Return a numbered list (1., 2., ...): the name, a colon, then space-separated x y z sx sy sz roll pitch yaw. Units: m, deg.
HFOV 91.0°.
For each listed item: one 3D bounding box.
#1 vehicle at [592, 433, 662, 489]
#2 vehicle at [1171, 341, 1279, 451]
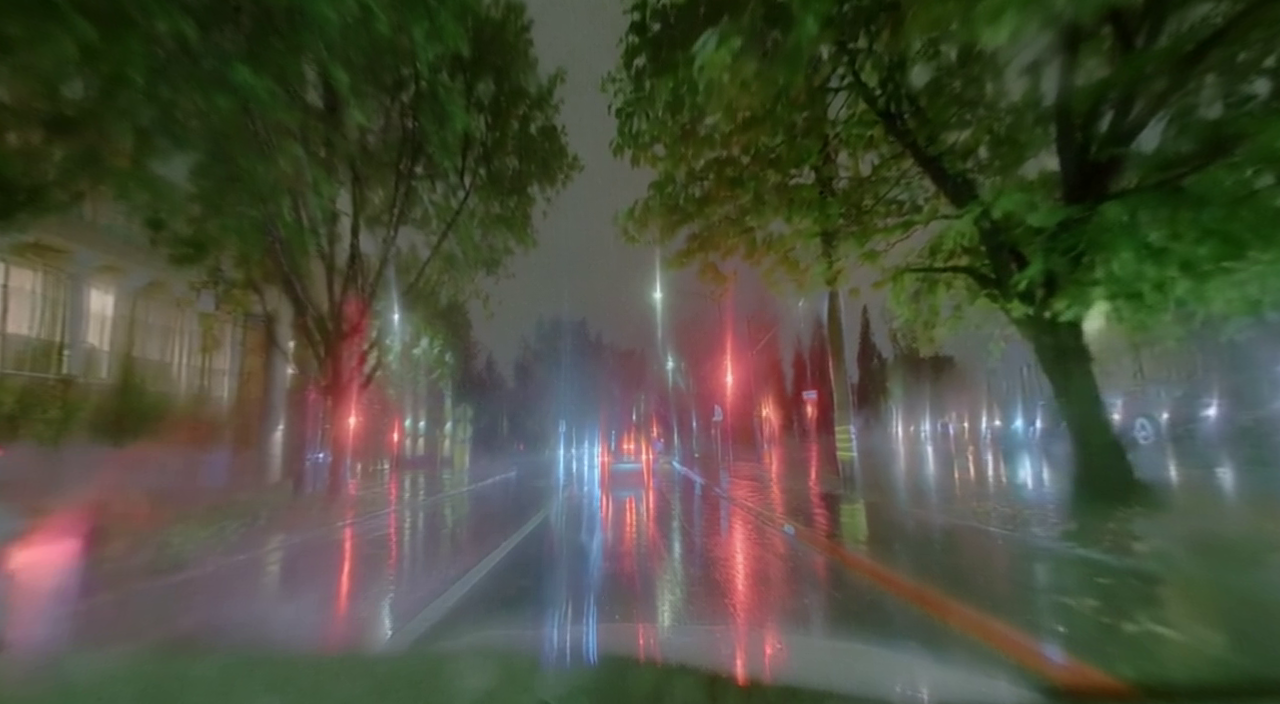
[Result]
1. vehicle: -0.391 3.633 21.349 2.142 1.686 3.816 -1 -8 1
2. vehicle: 11.687 0.671 9.974 4.559 1.619 1.855 -3 -9 6
